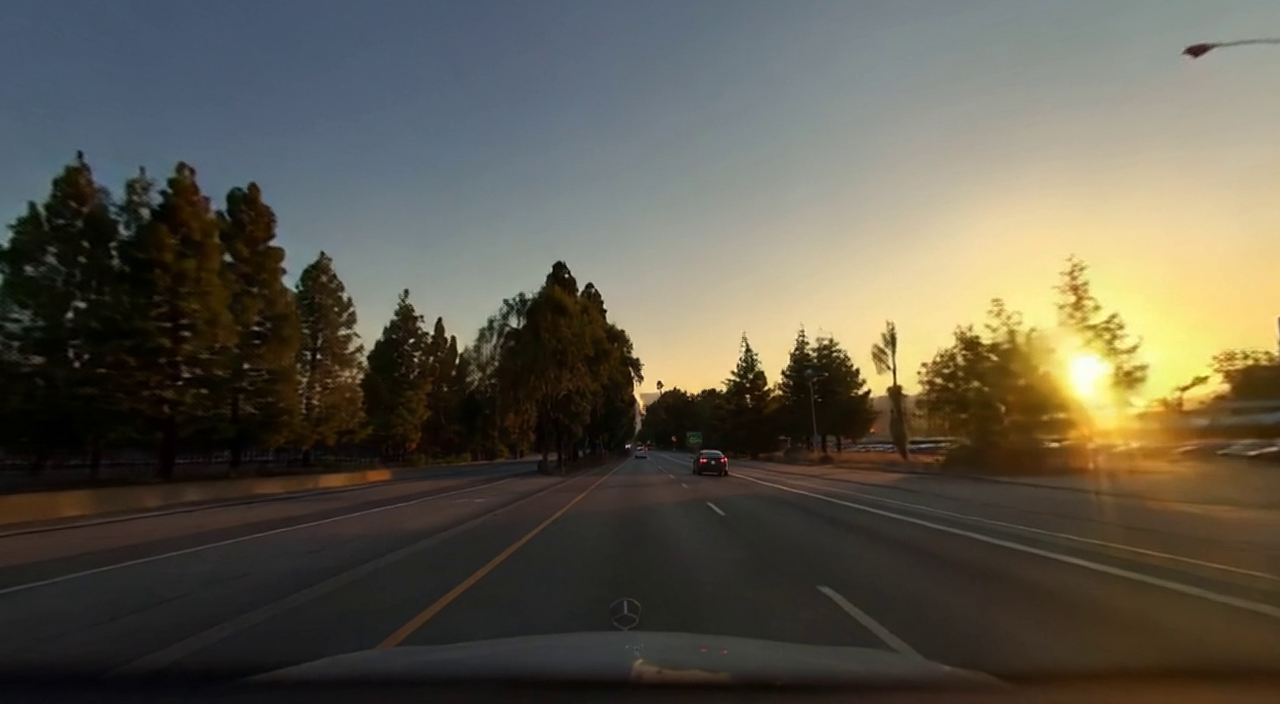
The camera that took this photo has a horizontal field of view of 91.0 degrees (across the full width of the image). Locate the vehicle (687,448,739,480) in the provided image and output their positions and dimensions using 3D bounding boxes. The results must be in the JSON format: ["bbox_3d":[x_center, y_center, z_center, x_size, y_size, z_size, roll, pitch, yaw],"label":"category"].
[{"bbox_3d":[3.627,5.663,32.114,2.115,1.522,4.330,0,-9,-1],"label":"vehicle"}]
